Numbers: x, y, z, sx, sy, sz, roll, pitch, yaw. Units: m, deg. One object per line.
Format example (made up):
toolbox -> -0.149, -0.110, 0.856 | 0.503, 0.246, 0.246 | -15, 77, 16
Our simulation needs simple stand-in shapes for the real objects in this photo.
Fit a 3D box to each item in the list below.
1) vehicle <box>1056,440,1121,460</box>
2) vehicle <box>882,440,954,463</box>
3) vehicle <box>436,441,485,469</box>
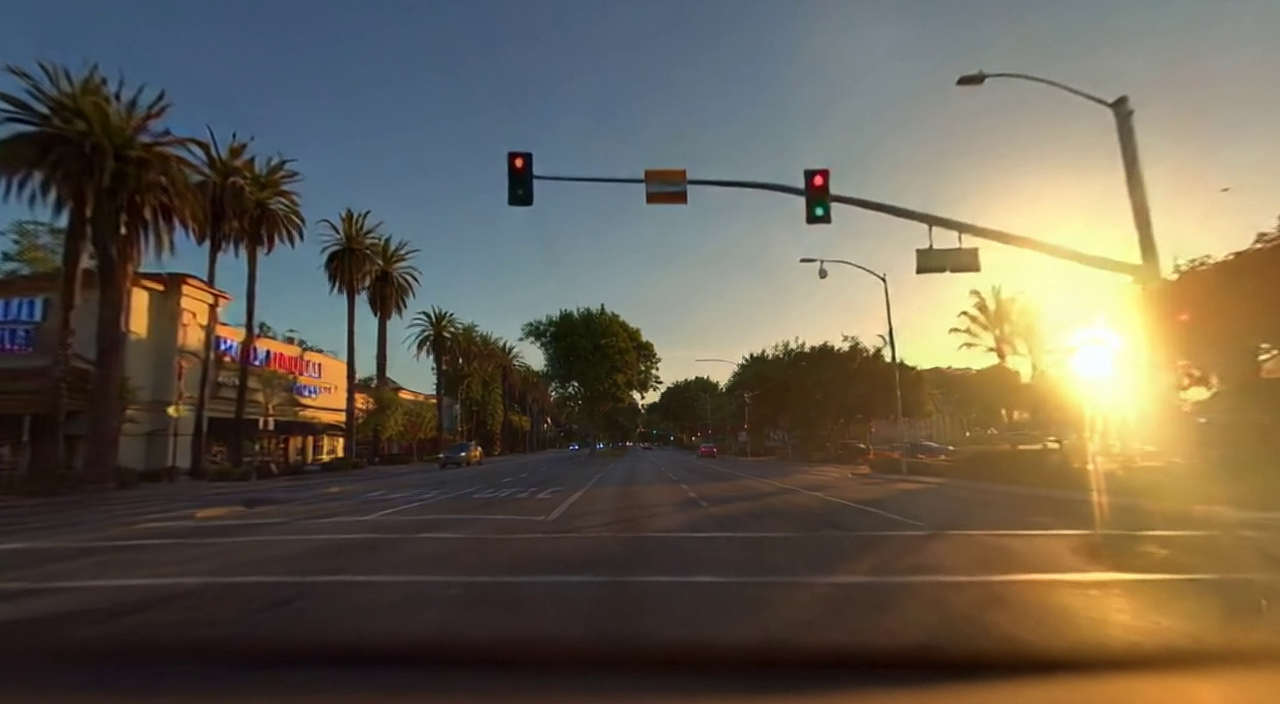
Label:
vehicle -> 34.892, 7.637, 49.234 | 3.698, 1.478, 1.811 | 0, -8, -4
vehicle -> 21.621, 7.712, 49.192 | 4.620, 1.475, 1.904 | -3, -9, -3
vehicle -> -13.382, 7.704, 47.489 | 2.237, 1.950, 5.039 | 0, -8, -1
